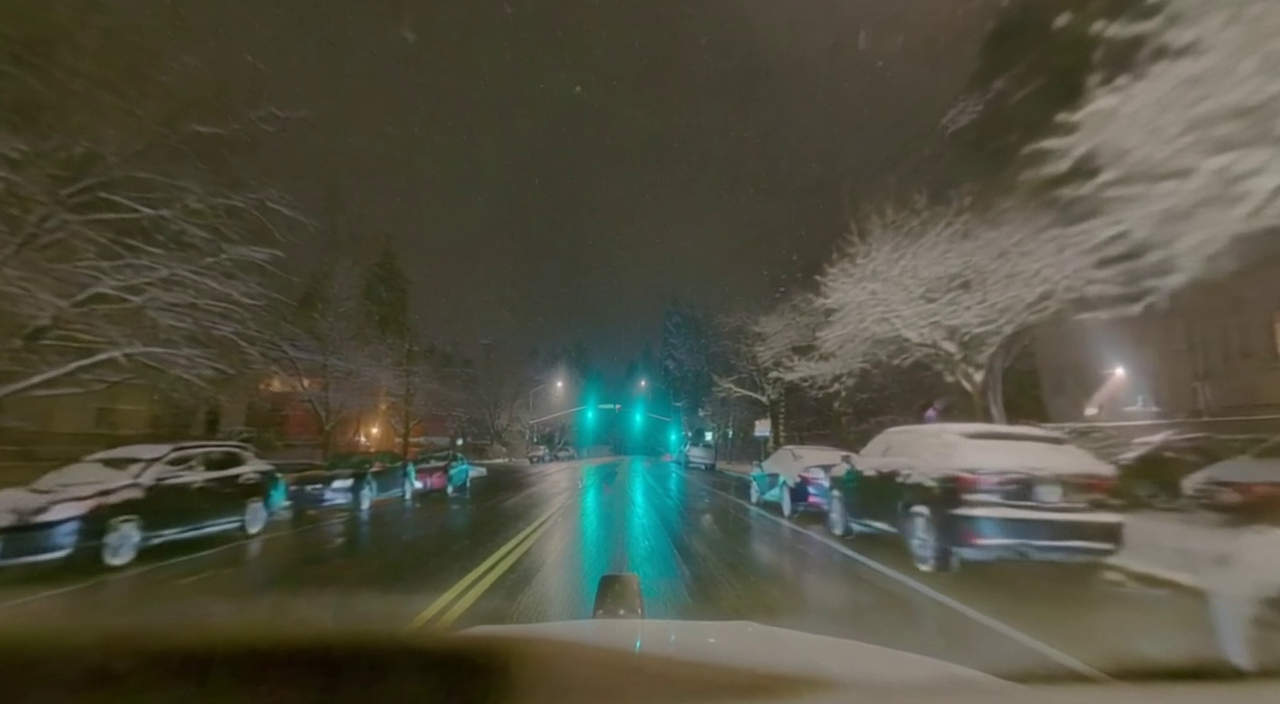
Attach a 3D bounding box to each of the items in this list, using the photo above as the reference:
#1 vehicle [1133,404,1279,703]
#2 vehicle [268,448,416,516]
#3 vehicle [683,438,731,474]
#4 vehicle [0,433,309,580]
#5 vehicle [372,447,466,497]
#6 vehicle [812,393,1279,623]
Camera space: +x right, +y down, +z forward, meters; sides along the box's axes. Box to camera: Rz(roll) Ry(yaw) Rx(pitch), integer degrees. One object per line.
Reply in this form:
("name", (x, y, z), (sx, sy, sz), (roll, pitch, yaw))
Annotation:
("vehicle", (3.841, 0.814, 1.445), (1.914, 1.552, 4.321), (0, -8, 0))
("vehicle", (-7.721, 3.350, 16.915), (2.013, 1.550, 4.290), (0, -8, -2))
("vehicle", (3.682, 5.829, 35.604), (2.034, 1.906, 4.653), (0, -8, -2))
("vehicle", (-7.471, 2.199, 10.050), (2.091, 1.724, 4.536), (-1, -7, -2))
("vehicle", (-7.750, 4.218, 22.596), (1.965, 1.501, 3.892), (-1, -7, 0))
("vehicle", (3.936, 1.600, 7.612), (2.148, 1.777, 5.196), (0, -8, -1))
